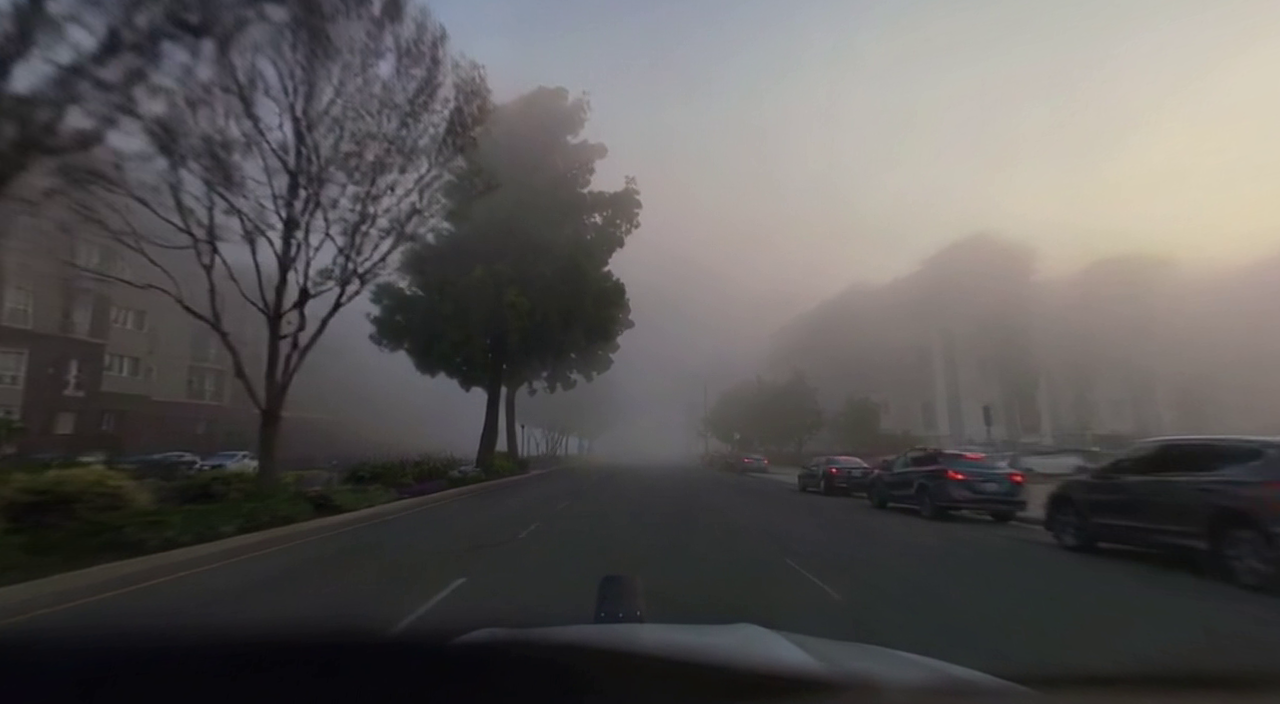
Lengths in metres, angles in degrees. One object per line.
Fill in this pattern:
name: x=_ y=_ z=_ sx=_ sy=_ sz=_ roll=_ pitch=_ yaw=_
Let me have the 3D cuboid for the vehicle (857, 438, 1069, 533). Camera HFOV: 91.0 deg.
vehicle: x=6.595 y=2.756 z=13.617 sx=2.060 sy=1.672 sz=4.556 roll=0 pitch=-9 yaw=-2

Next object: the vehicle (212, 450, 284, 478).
vehicle: x=-25.685 y=7.325 z=41.417 sx=2.000 sy=1.696 sz=4.318 roll=0 pitch=-9 yaw=-1

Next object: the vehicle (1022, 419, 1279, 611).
vehicle: x=6.751 y=1.686 z=7.119 sx=2.078 sy=1.699 sz=4.292 roll=0 pitch=-9 yaw=-1

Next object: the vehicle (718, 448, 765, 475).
vehicle: x=6.158 y=6.696 z=38.713 sx=2.056 sy=1.528 sz=4.816 roll=0 pitch=-9 yaw=0

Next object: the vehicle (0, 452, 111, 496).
vehicle: x=-25.857 y=5.221 z=27.320 sx=1.945 sy=1.694 sz=4.329 roll=0 pitch=-9 yaw=-1

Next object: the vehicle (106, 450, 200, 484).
vehicle: x=-26.057 y=6.120 z=33.888 sx=1.781 sy=1.666 sz=4.238 roll=0 pitch=-9 yaw=-2

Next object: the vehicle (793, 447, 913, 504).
vehicle: x=6.548 y=3.846 z=20.060 sx=1.956 sy=1.487 sz=5.176 roll=-3 pitch=-9 yaw=0
